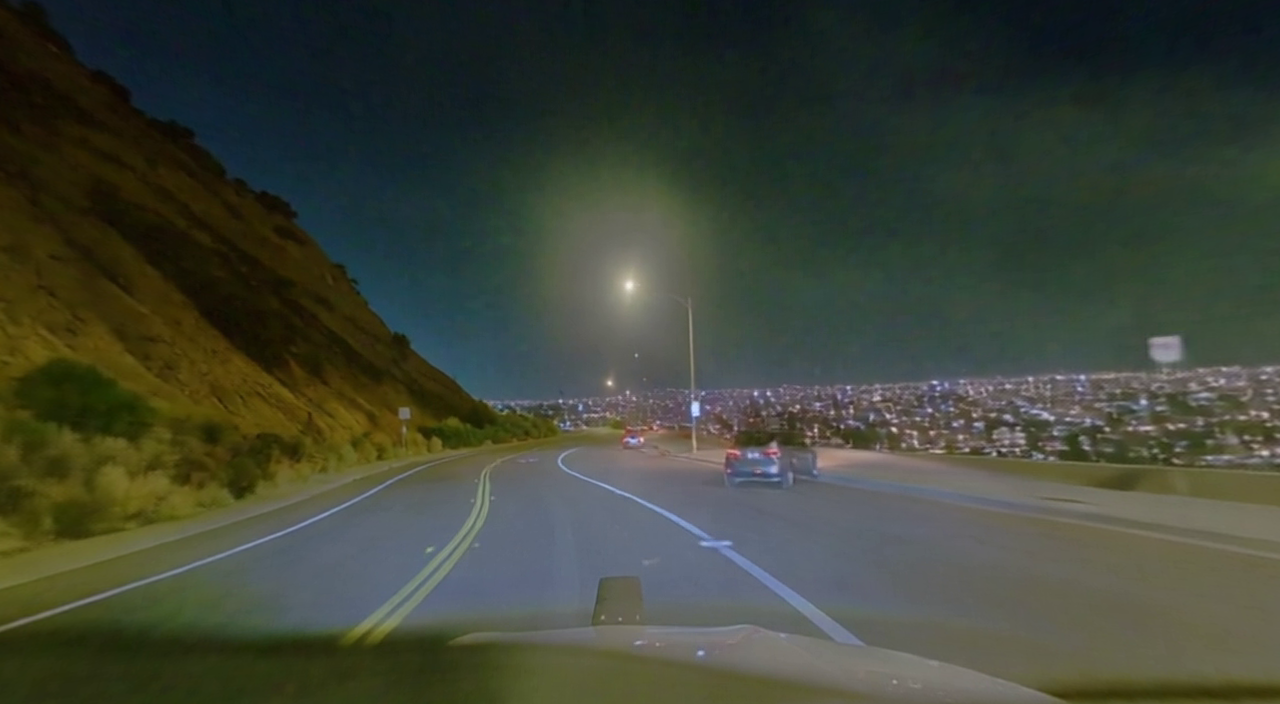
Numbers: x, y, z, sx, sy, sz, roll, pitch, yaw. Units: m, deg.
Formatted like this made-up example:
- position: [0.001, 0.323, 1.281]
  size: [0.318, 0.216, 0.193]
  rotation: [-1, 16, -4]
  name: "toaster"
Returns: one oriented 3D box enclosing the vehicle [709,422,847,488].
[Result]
- position: [4.126, 2.969, 18.414]
  size: [2.064, 1.667, 4.453]
  rotation: [-7, -11, 38]
  name: "vehicle"
